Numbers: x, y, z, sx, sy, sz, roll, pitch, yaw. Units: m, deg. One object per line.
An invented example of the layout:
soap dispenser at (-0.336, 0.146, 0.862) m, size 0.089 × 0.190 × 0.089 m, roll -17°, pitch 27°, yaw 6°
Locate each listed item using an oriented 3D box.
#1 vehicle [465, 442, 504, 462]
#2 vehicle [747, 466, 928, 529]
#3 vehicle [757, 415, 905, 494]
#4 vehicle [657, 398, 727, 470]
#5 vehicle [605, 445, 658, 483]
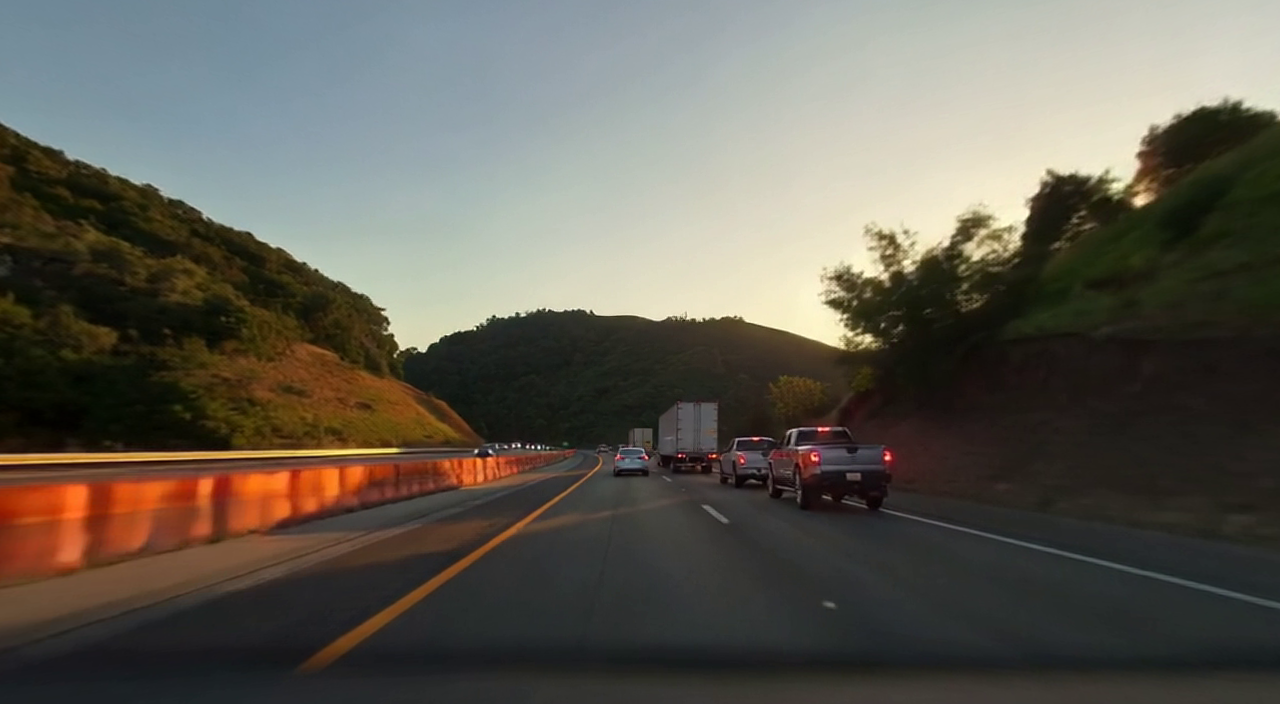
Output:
vehicle at (-12.230, 7.885, 49.922) m, size 2.021 × 1.499 × 4.455 m, roll 0°, pitch -9°, yaw -1°
vehicle at (3.958, 3.059, 13.883) m, size 2.129 × 0.956 × 5.390 m, roll 0°, pitch -9°, yaw -2°
vehicle at (4.005, 2.261, 14.048) m, size 1.873 × 1.465 × 4.264 m, roll 0°, pitch -9°, yaw -1°
vehicle at (3.149, 5.815, 43.256) m, size 2.911 × 4.099 × 14.578 m, roll 0°, pitch -9°, yaw -3°
vehicle at (-0.351, 4.581, 25.991) m, size 2.029 × 1.437 × 3.794 m, roll 0°, pitch -9°, yaw -1°
